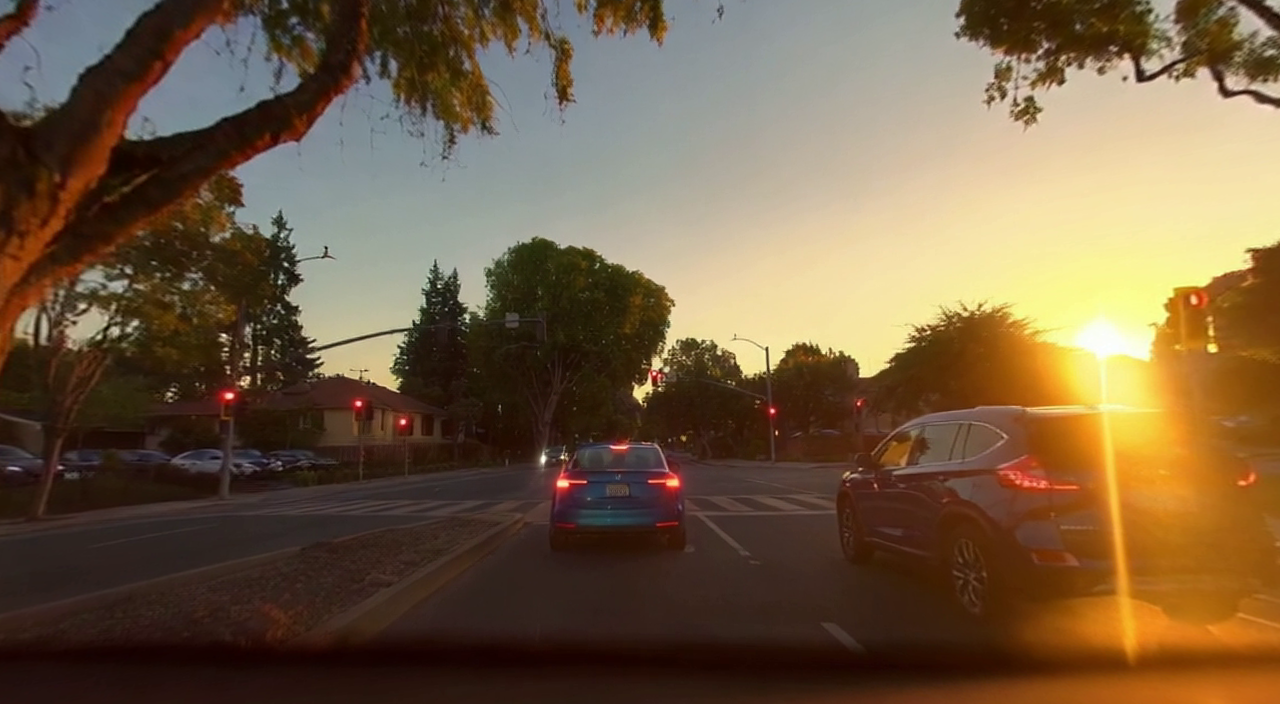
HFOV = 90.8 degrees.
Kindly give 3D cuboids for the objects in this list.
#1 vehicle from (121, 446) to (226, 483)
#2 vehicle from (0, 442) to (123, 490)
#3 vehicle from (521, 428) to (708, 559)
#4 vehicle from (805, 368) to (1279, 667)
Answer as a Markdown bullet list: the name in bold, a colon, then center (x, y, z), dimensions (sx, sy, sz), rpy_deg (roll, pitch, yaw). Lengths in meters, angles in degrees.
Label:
- **vehicle**: center (-28.592, 6.882, 38.967), dimensions (4.943, 2.110, 2.217), rpy_deg (5, -10, -32)
- **vehicle**: center (-28.484, 5.441, 30.442), dimensions (5.119, 2.119, 2.199), rpy_deg (5, -10, -31)
- **vehicle**: center (-0.325, 2.010, 9.802), dimensions (2.177, 1.512, 4.682), rpy_deg (0, -9, -1)
- **vehicle**: center (3.185, 1.301, 5.999), dimensions (2.046, 1.768, 4.370), rpy_deg (0, -9, 0)
